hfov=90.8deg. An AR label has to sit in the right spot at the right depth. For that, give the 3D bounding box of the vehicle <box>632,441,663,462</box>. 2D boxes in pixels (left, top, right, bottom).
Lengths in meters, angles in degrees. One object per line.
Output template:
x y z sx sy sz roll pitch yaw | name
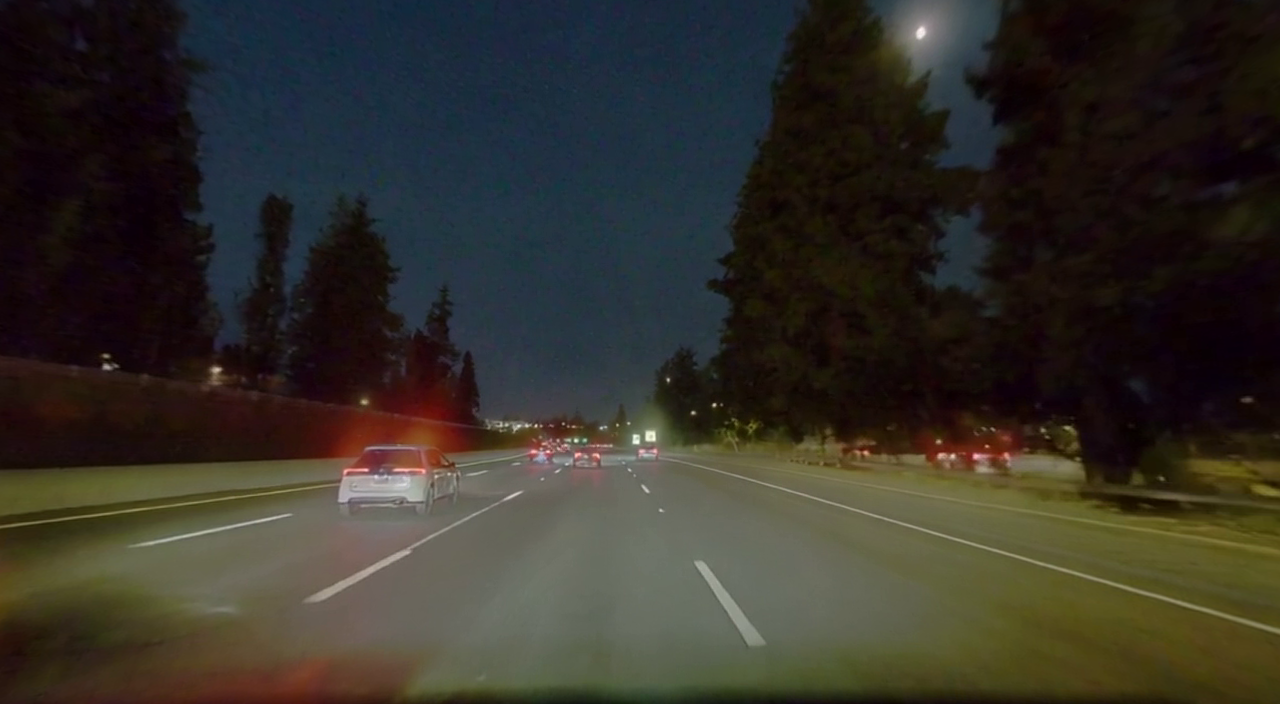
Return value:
0.509 7.293 46.433 2.021 1.447 3.985 0 -9 -4 | vehicle

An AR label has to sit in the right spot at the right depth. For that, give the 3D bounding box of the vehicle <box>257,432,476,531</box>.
-4.830 2.351 12.173 2.049 1.482 4.981 0 -9 -1 | vehicle

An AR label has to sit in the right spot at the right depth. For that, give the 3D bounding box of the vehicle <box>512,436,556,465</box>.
-6.773 6.375 40.937 2.244 1.755 4.417 0 -8 -3 | vehicle

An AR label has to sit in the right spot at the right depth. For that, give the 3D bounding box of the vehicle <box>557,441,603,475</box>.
-2.687 4.865 29.287 1.947 1.437 4.345 0 -9 -3 | vehicle
